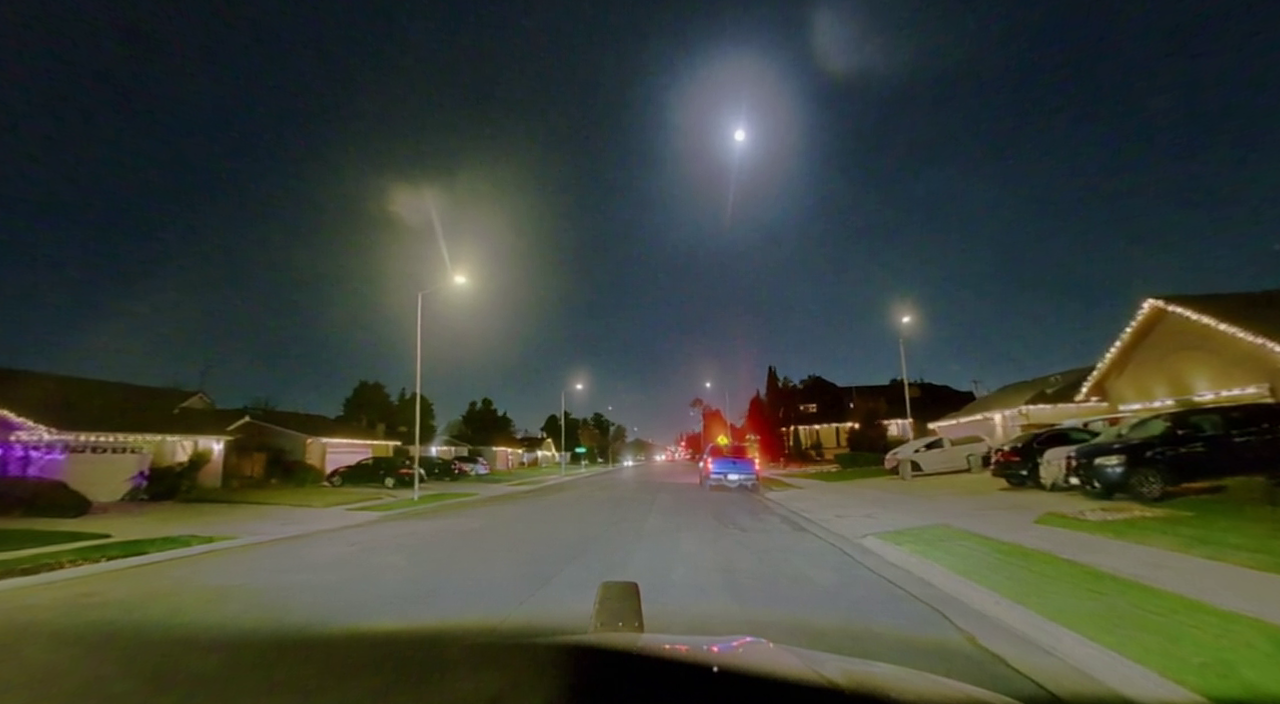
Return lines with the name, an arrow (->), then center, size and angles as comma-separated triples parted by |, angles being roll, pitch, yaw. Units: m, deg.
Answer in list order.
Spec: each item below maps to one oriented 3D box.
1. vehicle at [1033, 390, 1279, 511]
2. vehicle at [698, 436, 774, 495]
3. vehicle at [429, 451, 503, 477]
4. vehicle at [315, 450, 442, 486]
vehicle -> 9.592, 1.559, 10.573 | 4.554, 1.515, 1.858 | -8, -9, 8
vehicle -> 3.723, 4.366, 24.869 | 2.552, 2.024, 5.414 | -2, -8, 8
vehicle -> -11.462, 7.406, 41.798 | 4.319, 1.605, 1.770 | -1, -8, 1
vehicle -> -11.612, 5.187, 28.263 | 4.916, 1.485, 1.807 | -1, -8, 3
